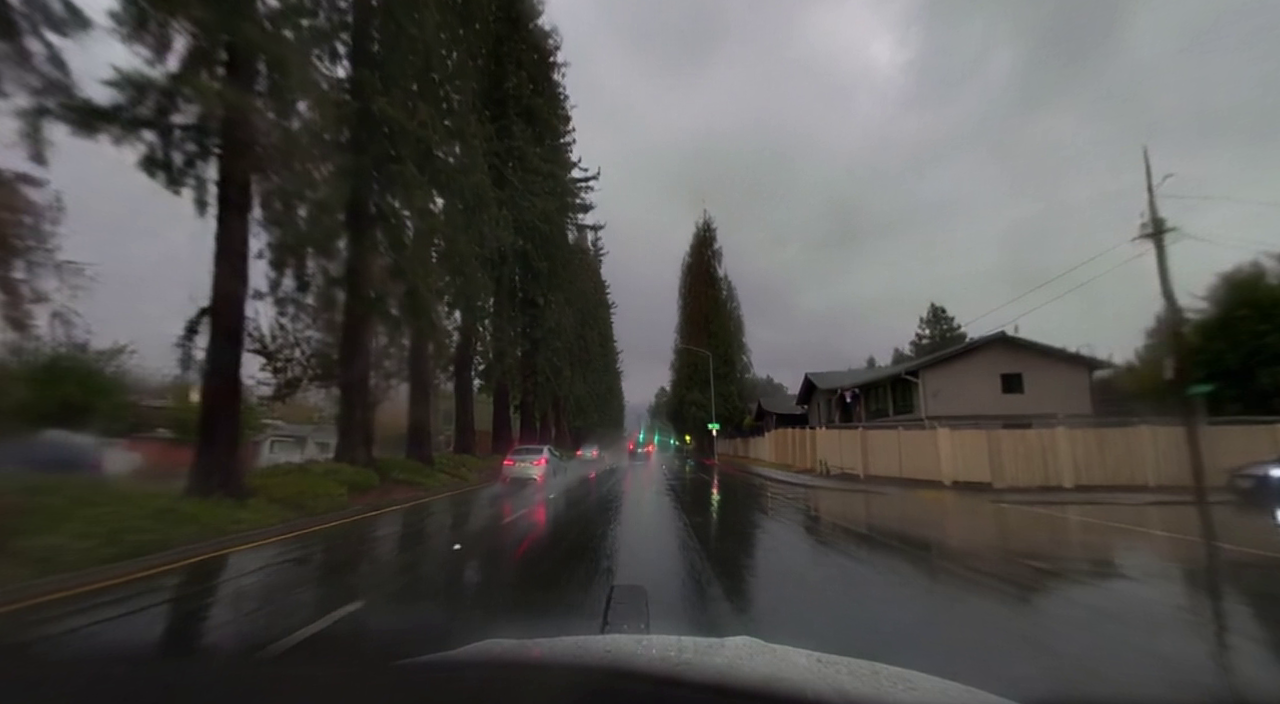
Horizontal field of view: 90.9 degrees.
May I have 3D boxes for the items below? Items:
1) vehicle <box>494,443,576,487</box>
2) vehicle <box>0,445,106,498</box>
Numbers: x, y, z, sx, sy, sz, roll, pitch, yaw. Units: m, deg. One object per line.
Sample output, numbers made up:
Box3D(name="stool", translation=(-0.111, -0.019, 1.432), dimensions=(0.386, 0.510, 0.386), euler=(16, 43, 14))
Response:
Box3D(name="vehicle", translation=(-3.746, 4.129, 23.425), dimensions=(2.188, 1.473, 4.651), euler=(0, -8, 1))
Box3D(name="vehicle", translation=(-20.081, 3.699, 19.757), dimensions=(2.041, 1.566, 5.174), euler=(0, -9, 1))
